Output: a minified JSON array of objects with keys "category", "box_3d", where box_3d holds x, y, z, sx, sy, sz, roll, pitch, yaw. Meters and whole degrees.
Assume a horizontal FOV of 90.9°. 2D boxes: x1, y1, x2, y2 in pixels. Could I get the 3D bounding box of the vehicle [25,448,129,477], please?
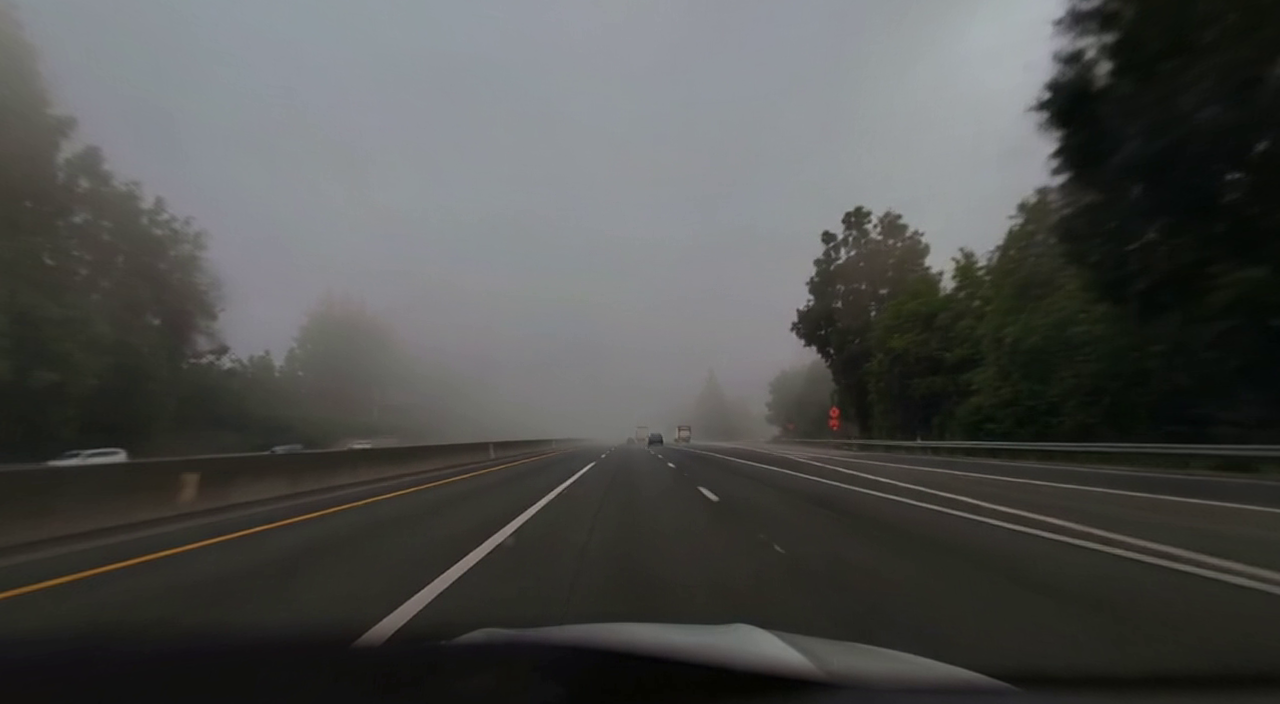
[{"category":"vehicle","box_3d":[-32.487,6.355,36.542,1.789,1.443,4.592,0,-8,0]}]
